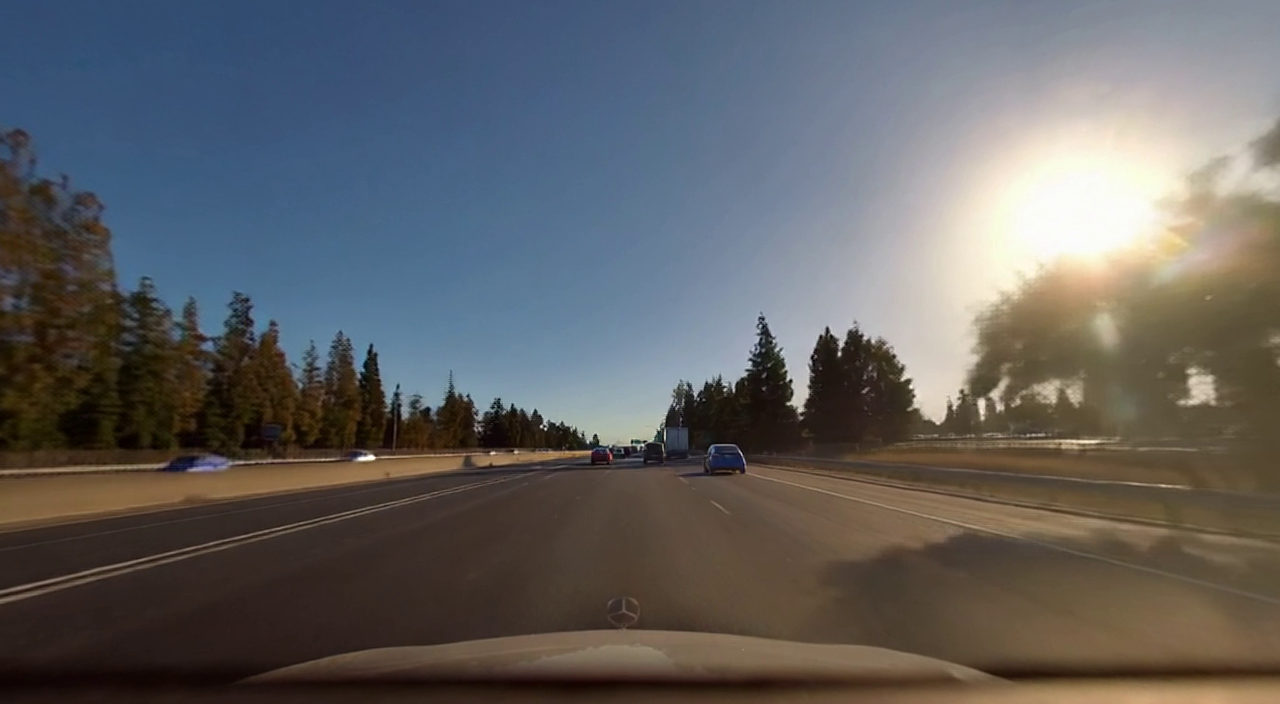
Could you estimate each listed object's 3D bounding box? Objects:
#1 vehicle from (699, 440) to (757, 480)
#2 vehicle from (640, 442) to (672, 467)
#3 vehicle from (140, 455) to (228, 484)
[{"bbox_3d":[4.014,5.022,29.465,2.082,1.720,4.393,0,-9,0],"label":"vehicle"},{"bbox_3d":[1.148,7.594,46.729,2.205,1.785,4.423,0,-9,0],"label":"vehicle"},{"bbox_3d":[-28.515,7.319,39.597,1.920,1.635,4.677,0,-9,1],"label":"vehicle"}]
